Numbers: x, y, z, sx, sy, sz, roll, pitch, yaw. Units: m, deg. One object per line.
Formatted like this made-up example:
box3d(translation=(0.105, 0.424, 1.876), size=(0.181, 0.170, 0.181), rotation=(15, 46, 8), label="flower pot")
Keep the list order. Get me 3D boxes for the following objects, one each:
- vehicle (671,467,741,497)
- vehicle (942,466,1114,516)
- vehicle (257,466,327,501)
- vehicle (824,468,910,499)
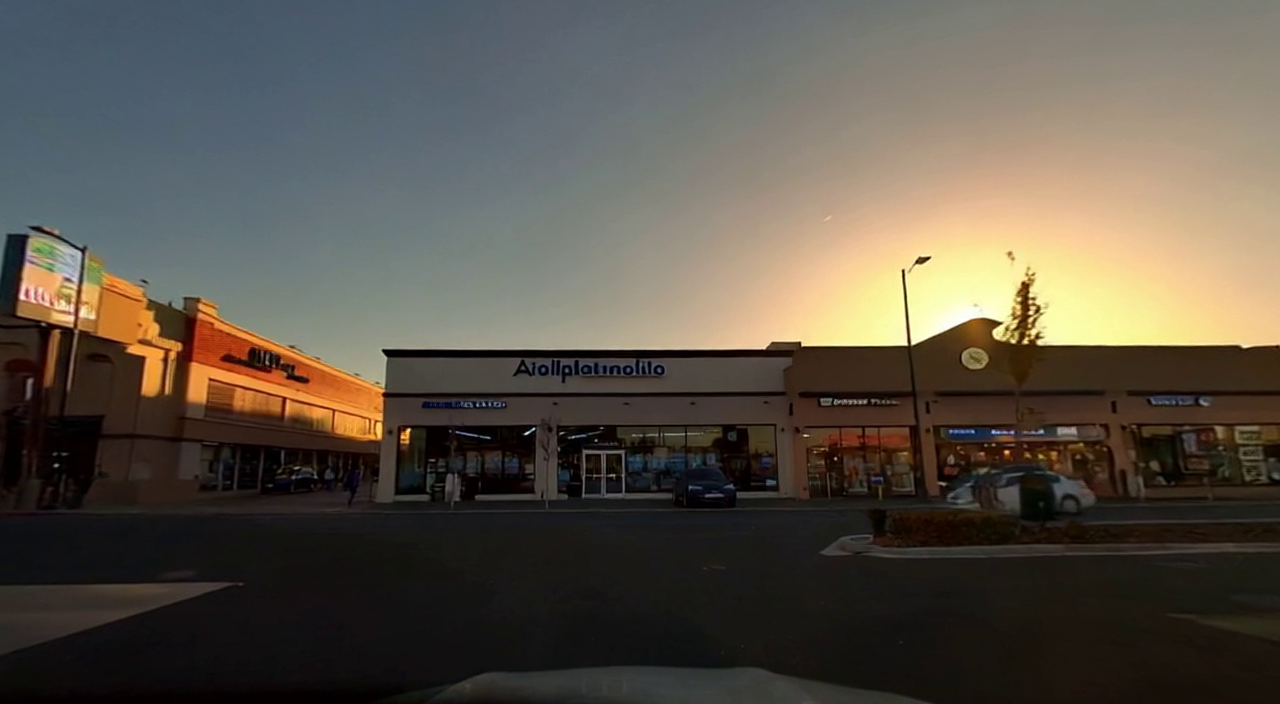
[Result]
box3d(translation=(3.783, 7.605, 37.148), size=(1.812, 1.468, 4.519), rotation=(5, -10, -28), label="vehicle")
box3d(translation=(12.559, 4.490, 20.638), size=(4.418, 1.467, 1.846), rotation=(0, -9, -3), label="vehicle")
box3d(translation=(-19.836, 7.406, 35.906), size=(4.596, 1.680, 1.936), rotation=(-8, -11, 41), label="vehicle")
box3d(translation=(13.163, 7.636, 36.947), size=(1.791, 1.453, 4.593), rotation=(5, -10, -29), label="vehicle")
